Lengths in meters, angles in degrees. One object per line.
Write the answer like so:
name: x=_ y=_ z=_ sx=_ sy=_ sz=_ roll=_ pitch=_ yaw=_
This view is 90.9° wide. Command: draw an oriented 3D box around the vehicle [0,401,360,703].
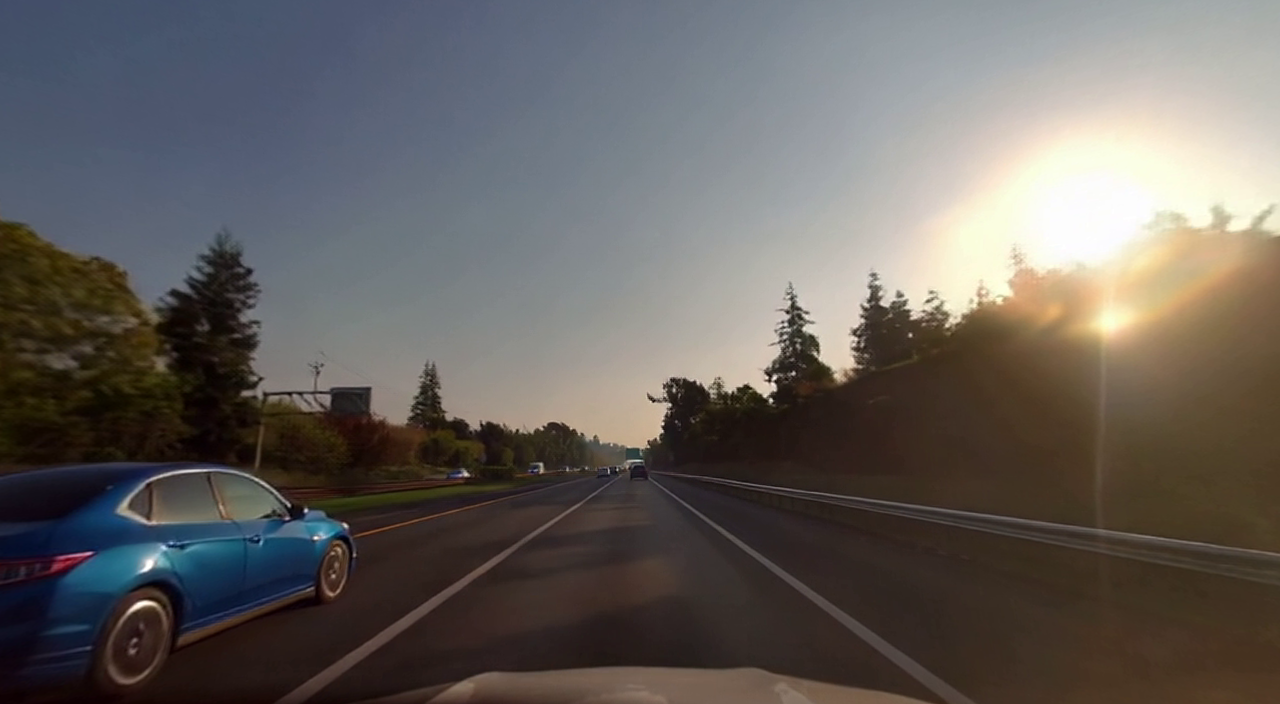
vehicle: x=-3.644 y=1.182 z=3.808 sx=2.017 sy=1.516 sz=4.041 roll=1 pitch=-11 yaw=0
